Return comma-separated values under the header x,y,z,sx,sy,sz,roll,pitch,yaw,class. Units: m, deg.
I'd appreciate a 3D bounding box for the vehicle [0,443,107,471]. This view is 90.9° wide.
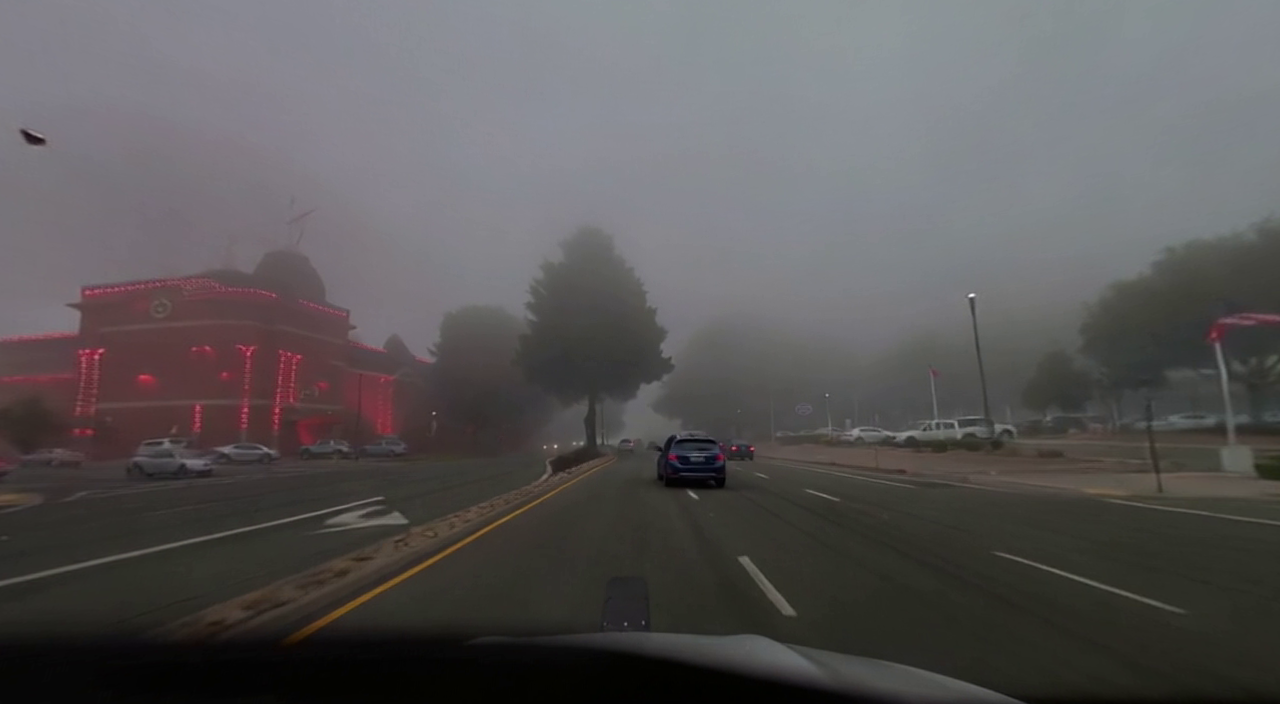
x,y,z,sx,sy,sz,roll,pitch,yaw,class
-39.439,7.052,42.427,5.172,1.747,2.002,0,-8,0,vehicle

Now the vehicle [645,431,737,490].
x,y,z,sx,sy,sz,roll,pitch,yaw,class
1.320,3.114,18.471,2.091,1.472,4.697,0,-8,-3,vehicle

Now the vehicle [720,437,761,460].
x,y,z,sx,sy,sz,roll,pitch,yaw,class
6.844,6.655,43.445,2.016,1.479,4.532,0,-8,-1,vehicle

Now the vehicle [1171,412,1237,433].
x,y,z,sx,sy,sz,roll,pitch,yaw,class
43.410,5.497,48.647,1.910,1.454,4.183,-2,-9,13,vehicle

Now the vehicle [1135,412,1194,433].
x,y,z,sx,sy,sz,roll,pitch,yaw,class
40.932,5.581,49.315,1.920,1.478,4.241,-2,-9,16,vehicle

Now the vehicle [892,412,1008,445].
x,y,z,sx,sy,sz,roll,pitch,yaw,class
19.591,4.900,40.049,6.173,1.962,2.208,0,-9,0,vehicle

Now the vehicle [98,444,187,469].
x,y,z,sx,sy,sz,roll,pitch,yaw,class
-33.545,7.046,42.587,4.214,1.609,2.092,0,-8,-2,vehicle
